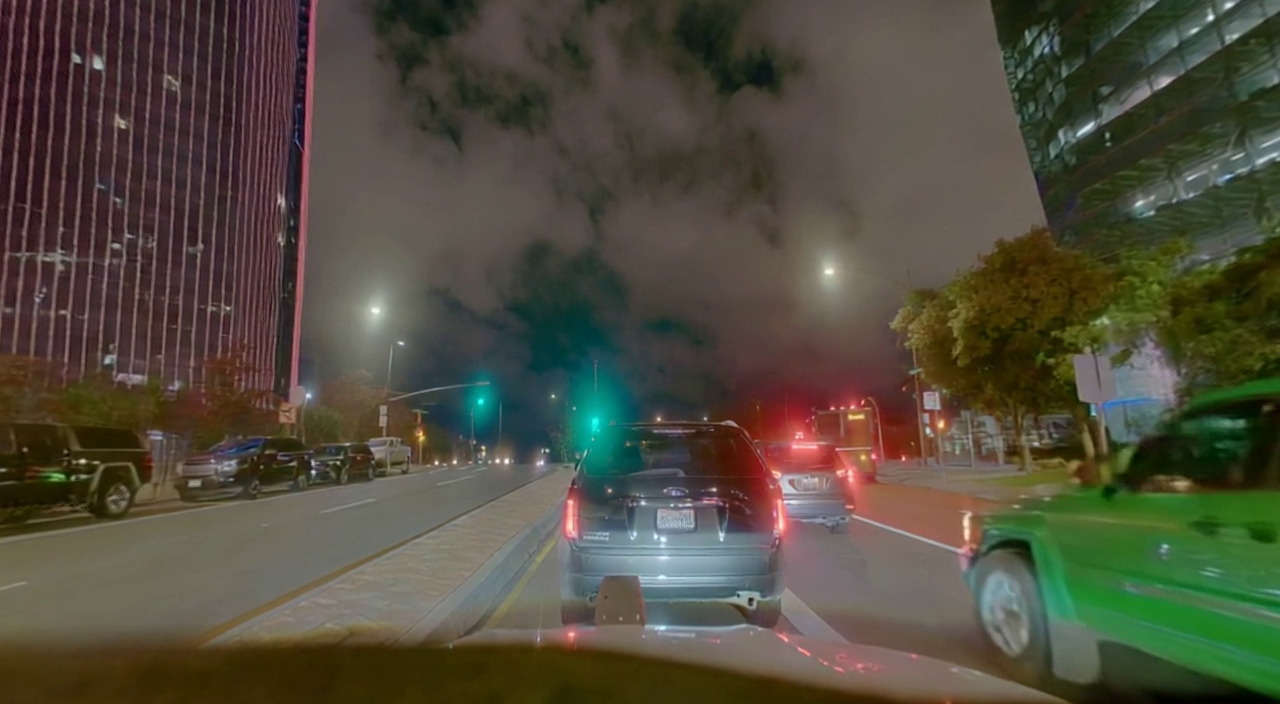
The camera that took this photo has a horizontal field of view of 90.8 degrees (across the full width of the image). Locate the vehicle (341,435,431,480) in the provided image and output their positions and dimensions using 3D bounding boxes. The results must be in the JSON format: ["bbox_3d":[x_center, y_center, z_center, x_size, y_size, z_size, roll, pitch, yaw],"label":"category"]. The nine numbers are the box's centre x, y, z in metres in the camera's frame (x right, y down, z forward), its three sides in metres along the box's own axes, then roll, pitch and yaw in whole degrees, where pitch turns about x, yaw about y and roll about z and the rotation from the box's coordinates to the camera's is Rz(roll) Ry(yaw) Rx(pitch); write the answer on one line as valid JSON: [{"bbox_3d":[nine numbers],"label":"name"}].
[{"bbox_3d":[-12.094,5.064,30.603,2.338,1.963,5.740,0,-9,-4],"label":"vehicle"}]

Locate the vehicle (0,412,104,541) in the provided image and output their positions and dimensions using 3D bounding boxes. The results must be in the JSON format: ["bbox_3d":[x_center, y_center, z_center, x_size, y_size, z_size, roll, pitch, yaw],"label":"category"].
[{"bbox_3d":[-10.497,1.918,9.756,1.543,1.946,3.454,1,-9,-6],"label":"vehicle"}]

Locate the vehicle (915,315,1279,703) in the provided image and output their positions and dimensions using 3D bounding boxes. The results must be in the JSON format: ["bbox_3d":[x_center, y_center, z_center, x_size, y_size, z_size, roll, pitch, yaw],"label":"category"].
[{"bbox_3d":[2.864,0.723,1.598,2.097,1.697,5.065,0,-8,1],"label":"vehicle"}]

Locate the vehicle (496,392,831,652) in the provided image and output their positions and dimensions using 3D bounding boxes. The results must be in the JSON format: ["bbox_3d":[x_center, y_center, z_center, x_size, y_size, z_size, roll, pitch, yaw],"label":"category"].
[{"bbox_3d":[0.200,1.427,6.311,2.192,1.695,4.142,0,-8,1],"label":"vehicle"}]

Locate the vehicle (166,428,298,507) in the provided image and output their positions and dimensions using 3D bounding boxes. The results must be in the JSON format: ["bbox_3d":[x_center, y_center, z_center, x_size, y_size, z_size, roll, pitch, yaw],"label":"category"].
[{"bbox_3d":[-11.227,3.166,17.674,1.559,1.973,3.419,1,-9,-5],"label":"vehicle"}]

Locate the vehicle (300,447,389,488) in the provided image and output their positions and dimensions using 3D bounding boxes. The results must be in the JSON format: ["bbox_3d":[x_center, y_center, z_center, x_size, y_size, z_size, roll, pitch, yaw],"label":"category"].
[{"bbox_3d":[-11.587,4.500,25.092,1.791,1.463,4.210,0,-9,-4],"label":"vehicle"}]

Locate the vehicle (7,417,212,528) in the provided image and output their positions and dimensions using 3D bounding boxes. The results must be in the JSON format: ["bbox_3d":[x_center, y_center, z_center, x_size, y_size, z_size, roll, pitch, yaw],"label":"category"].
[{"bbox_3d":[-10.872,2.456,13.302,1.482,2.019,3.297,0,-9,-4],"label":"vehicle"}]
